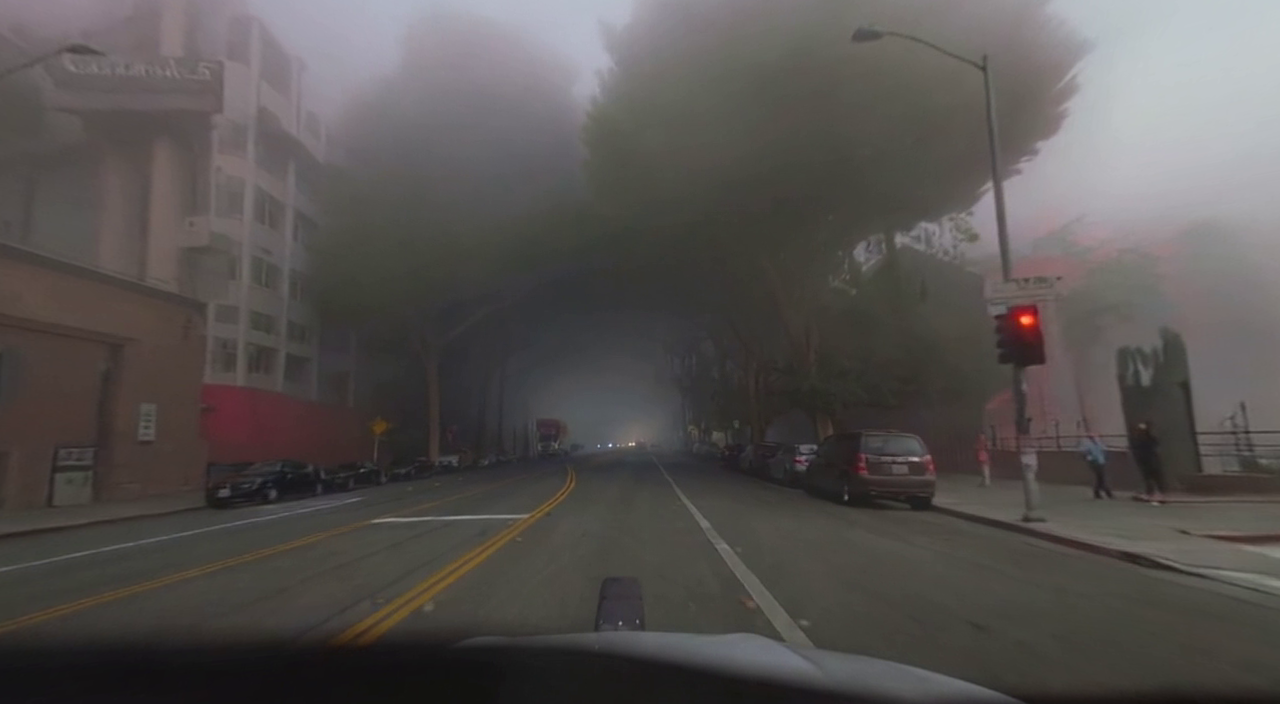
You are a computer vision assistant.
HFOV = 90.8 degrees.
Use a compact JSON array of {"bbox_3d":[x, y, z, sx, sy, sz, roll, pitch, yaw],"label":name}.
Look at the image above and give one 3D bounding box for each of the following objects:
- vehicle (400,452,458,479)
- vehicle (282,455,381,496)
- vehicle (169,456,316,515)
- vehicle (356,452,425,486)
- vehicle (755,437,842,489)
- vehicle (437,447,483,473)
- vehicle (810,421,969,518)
[{"bbox_3d":[-12.594,6.805,38.006,1.868,1.418,4.415,-2,-9,1],"label":"vehicle"},{"bbox_3d":[-12.678,5.064,26.326,1.927,1.489,4.572,0,-9,-2],"label":"vehicle"},{"bbox_3d":[-12.092,4.042,19.598,1.804,1.533,4.121,0,-8,1],"label":"vehicle"},{"bbox_3d":[-12.591,5.905,32.158,1.800,1.532,4.110,0,-8,0],"label":"vehicle"},{"bbox_3d":[5.902,4.177,24.110,1.991,1.771,4.604,0,-9,-2],"label":"vehicle"},{"bbox_3d":[-12.098,7.301,42.779,1.834,1.643,4.110,0,-9,1],"label":"vehicle"},{"bbox_3d":[5.846,2.806,15.507,2.010,1.943,4.319,-2,-9,-1],"label":"vehicle"}]
